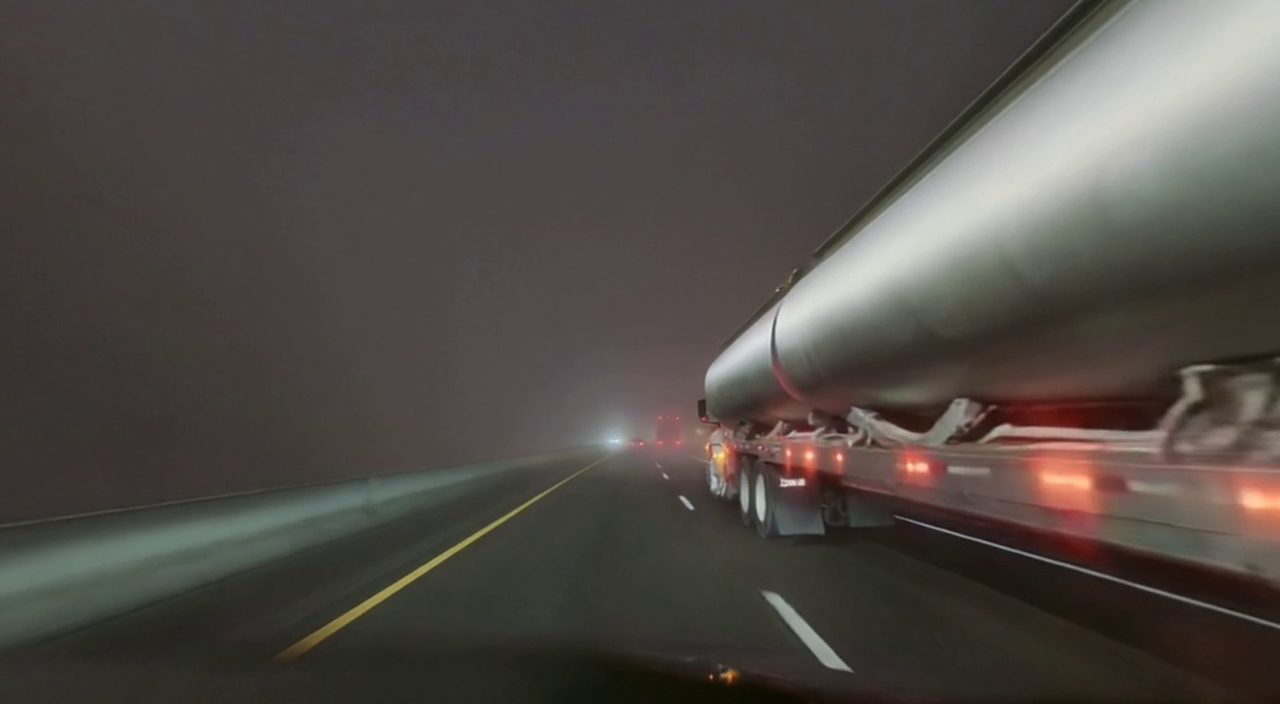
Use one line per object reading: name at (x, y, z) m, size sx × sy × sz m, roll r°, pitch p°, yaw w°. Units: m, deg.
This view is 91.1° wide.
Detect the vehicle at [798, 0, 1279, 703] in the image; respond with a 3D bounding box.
vehicle at (3.234, -0.408, 0.812) m, size 2.946 × 3.745 × 11.516 m, roll 0°, pitch -8°, yaw -1°
